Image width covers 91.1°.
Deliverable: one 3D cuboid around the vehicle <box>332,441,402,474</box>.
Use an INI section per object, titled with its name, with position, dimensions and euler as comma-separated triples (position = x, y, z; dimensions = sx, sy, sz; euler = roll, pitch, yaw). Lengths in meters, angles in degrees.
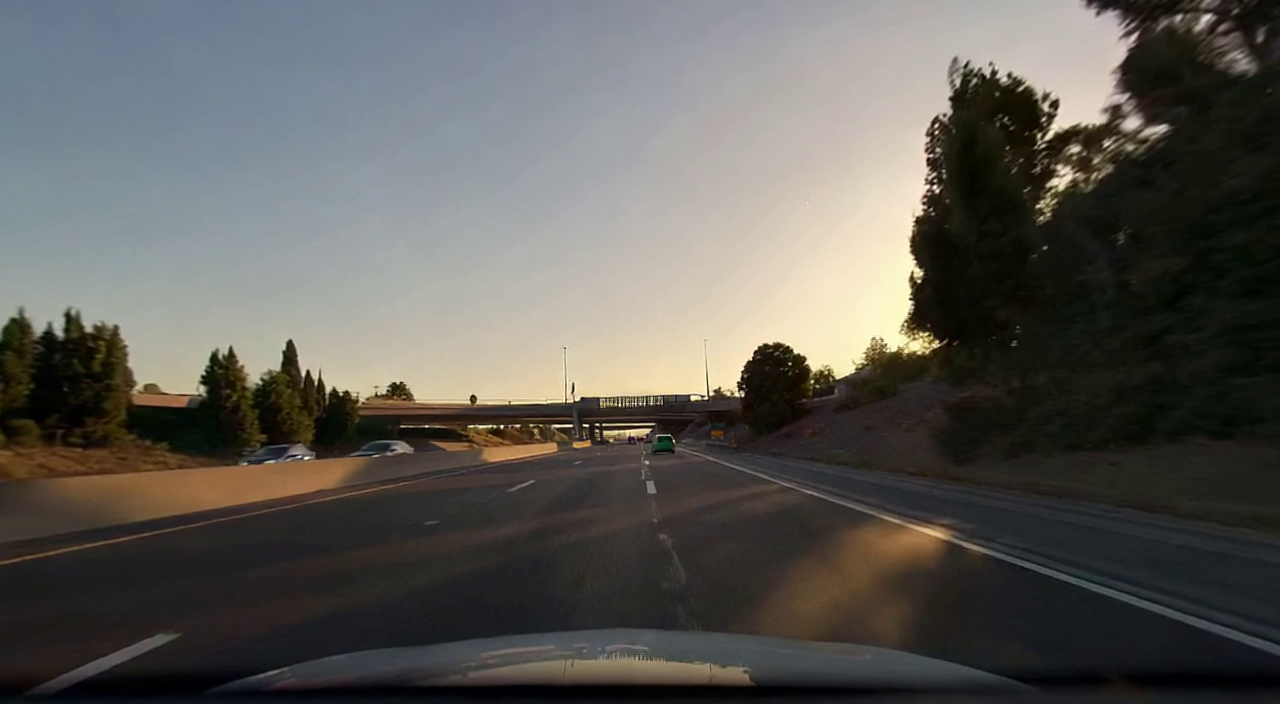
[vehicle]
position = -13.253, 5.124, 30.758
dimensions = 1.813, 1.459, 3.871
euler = 0, -8, -2
